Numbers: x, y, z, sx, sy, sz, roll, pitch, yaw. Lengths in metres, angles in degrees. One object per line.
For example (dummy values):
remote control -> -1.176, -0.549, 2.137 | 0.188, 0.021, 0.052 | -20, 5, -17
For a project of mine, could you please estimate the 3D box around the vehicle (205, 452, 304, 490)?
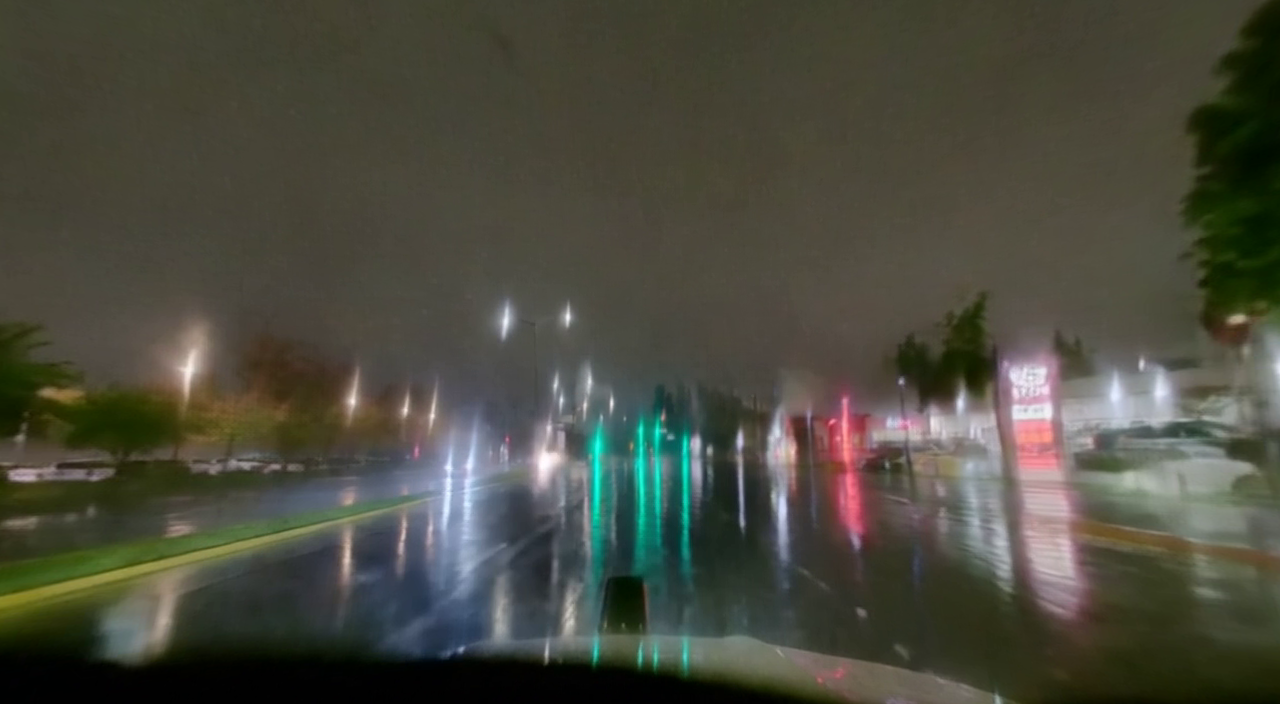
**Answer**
vehicle -> -20.035, 6.173, 32.916 | 2.218, 1.788, 4.604 | 0, -9, 0

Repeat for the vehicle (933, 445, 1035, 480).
vehicle -> 16.653, 5.292, 30.381 | 4.313, 1.584, 2.282 | 5, -10, -29

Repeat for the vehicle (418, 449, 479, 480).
vehicle -> -9.678, 5.686, 32.075 | 1.880, 1.461, 4.446 | 0, -9, -3

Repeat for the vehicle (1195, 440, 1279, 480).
vehicle -> 26.869, 4.613, 27.039 | 4.057, 1.647, 1.981 | 0, -8, -3

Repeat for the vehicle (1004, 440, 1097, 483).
vehicle -> 18.664, 4.926, 28.541 | 3.754, 1.844, 2.002 | 5, -10, -31

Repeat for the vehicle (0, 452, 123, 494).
vehicle -> -29.616, 6.084, 31.902 | 5.319, 1.985, 2.410 | -3, -9, 16

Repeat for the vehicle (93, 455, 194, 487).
vehicle -> -30.815, 7.367, 39.122 | 4.584, 1.790, 1.858 | 5, -10, -30

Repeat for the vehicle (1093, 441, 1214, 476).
vehicle -> 27.289, 5.664, 33.499 | 4.478, 1.746, 2.159 | 0, -8, 0
